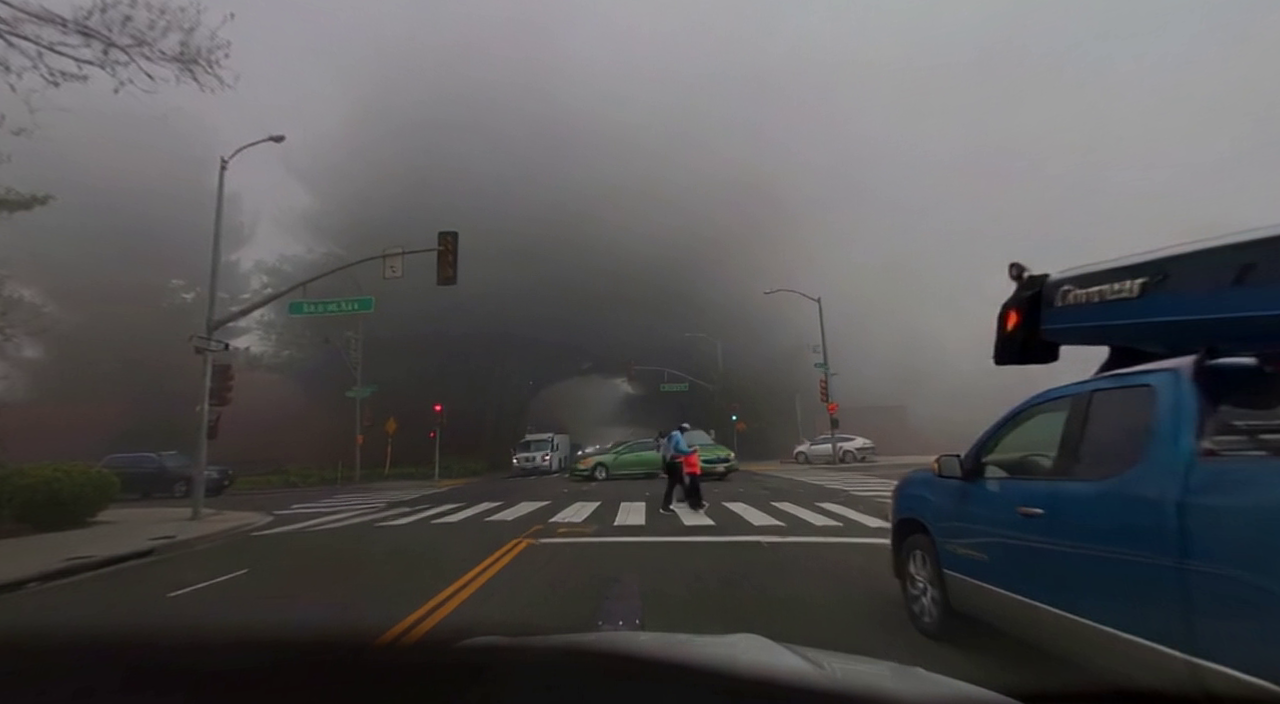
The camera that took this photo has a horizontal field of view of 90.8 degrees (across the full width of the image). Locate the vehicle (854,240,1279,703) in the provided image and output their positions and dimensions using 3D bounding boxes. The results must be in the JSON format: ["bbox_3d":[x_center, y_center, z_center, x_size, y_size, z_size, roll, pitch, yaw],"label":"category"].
[{"bbox_3d":[3.059,0.810,2.885,2.177,2.015,5.463,0,-9,-1],"label":"vehicle"}]

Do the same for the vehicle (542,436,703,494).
[{"bbox_3d":[-0.505,3.514,20.100,4.771,1.630,1.979,5,-10,-31],"label":"vehicle"}]

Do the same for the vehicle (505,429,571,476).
[{"bbox_3d":[-6.109,6.162,39.023,2.896,2.560,7.322,0,-9,-1],"label":"vehicle"}]
